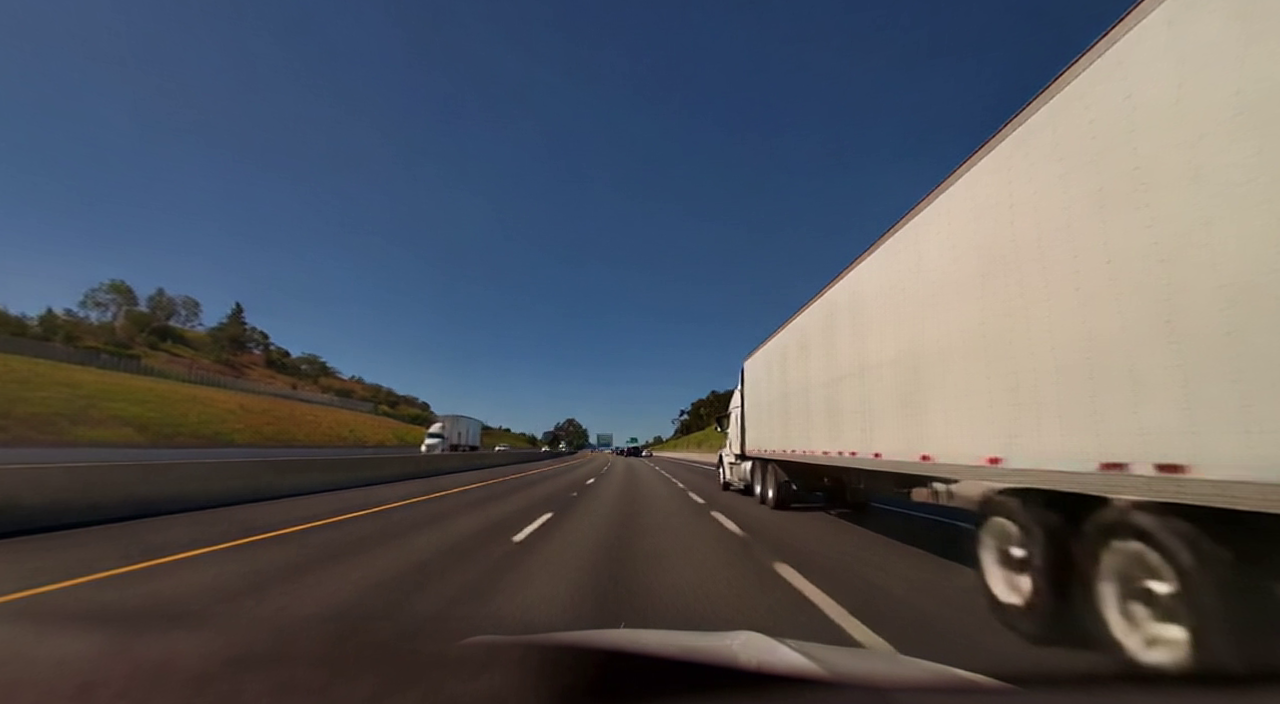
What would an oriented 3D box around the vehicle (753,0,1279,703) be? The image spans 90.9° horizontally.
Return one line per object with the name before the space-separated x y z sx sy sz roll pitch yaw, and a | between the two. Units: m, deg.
vehicle | 3.805 0.635 6.783 2.876 3.586 11.726 0 -9 -1
